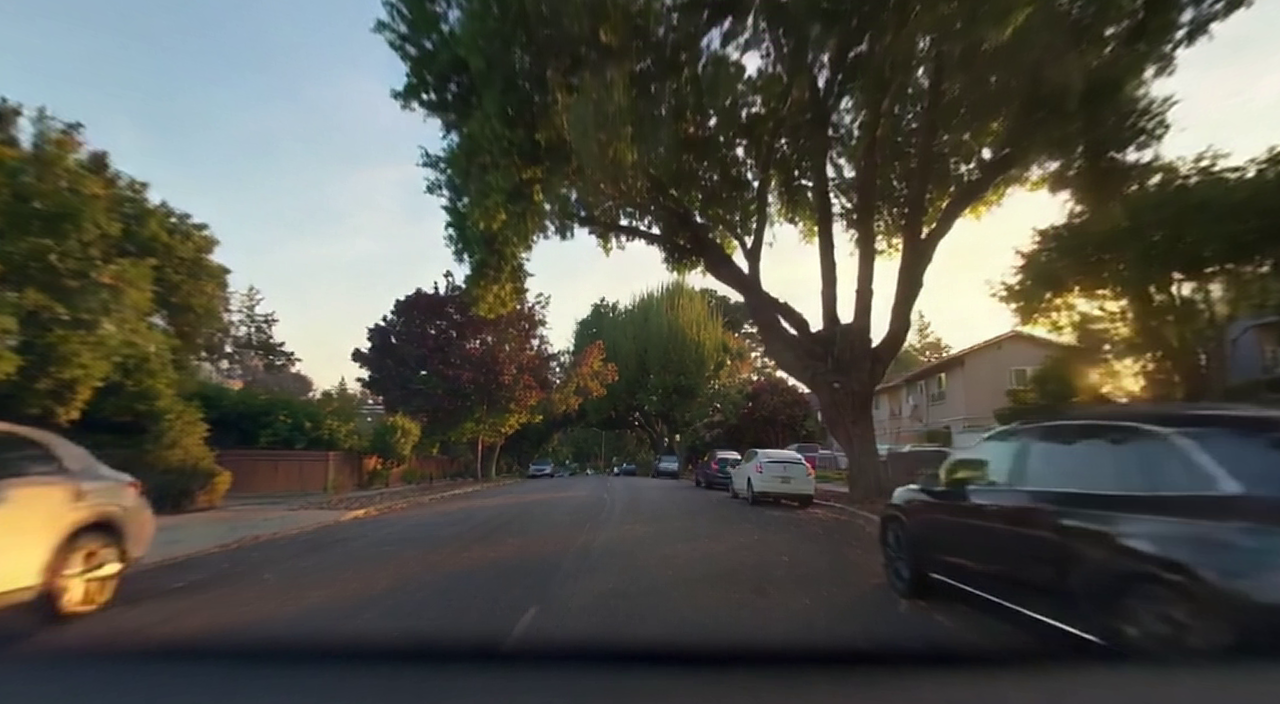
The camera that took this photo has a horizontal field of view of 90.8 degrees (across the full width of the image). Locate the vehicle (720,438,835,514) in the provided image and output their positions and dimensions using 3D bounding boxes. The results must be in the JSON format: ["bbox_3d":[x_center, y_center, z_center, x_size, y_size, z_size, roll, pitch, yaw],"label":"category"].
[{"bbox_3d":[3.454,3.188,16.853,1.970,1.709,4.568,-1,-8,0],"label":"vehicle"}]

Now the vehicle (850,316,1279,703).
[{"bbox_3d":[3.251,1.086,4.046,2.229,1.826,4.611,-1,-8,1],"label":"vehicle"}]

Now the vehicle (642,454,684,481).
[{"bbox_3d":[1.574,8.158,44.805,2.163,1.742,4.239,1,-9,-8],"label":"vehicle"}]

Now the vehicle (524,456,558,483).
[{"bbox_3d":[-7.147,8.438,45.755,2.051,1.575,4.581,-2,-7,-5],"label":"vehicle"}]

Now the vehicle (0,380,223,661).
[{"bbox_3d":[-5.067,1.019,3.561,2.155,1.729,4.799,-2,-8,0],"label":"vehicle"}]
